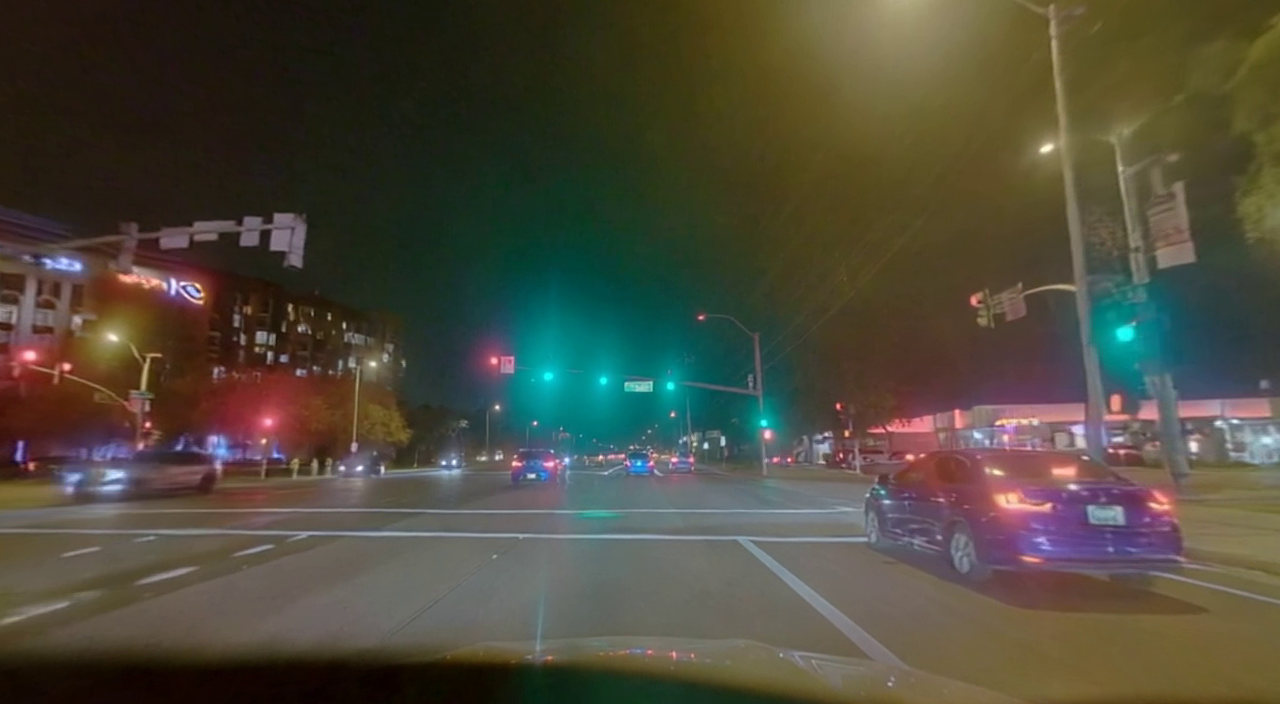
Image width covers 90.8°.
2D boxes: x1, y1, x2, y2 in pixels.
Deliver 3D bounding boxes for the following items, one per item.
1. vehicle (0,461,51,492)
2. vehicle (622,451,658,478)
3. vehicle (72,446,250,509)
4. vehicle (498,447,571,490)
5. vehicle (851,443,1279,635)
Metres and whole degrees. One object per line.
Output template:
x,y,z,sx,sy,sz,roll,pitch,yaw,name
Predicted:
-37.059,7.200,36.574,3.931,1.653,2.134,-1,-9,7,vehicle
-0.016,6.796,38.407,2.072,1.473,4.139,0,-8,-1,vehicle
-13.990,3.636,18.861,1.987,1.641,4.185,0,-9,0,vehicle
-4.135,4.638,25.563,2.035,1.564,4.702,0,-9,1,vehicle
4.417,1.836,7.471,2.119,1.479,4.910,0,-8,0,vehicle
